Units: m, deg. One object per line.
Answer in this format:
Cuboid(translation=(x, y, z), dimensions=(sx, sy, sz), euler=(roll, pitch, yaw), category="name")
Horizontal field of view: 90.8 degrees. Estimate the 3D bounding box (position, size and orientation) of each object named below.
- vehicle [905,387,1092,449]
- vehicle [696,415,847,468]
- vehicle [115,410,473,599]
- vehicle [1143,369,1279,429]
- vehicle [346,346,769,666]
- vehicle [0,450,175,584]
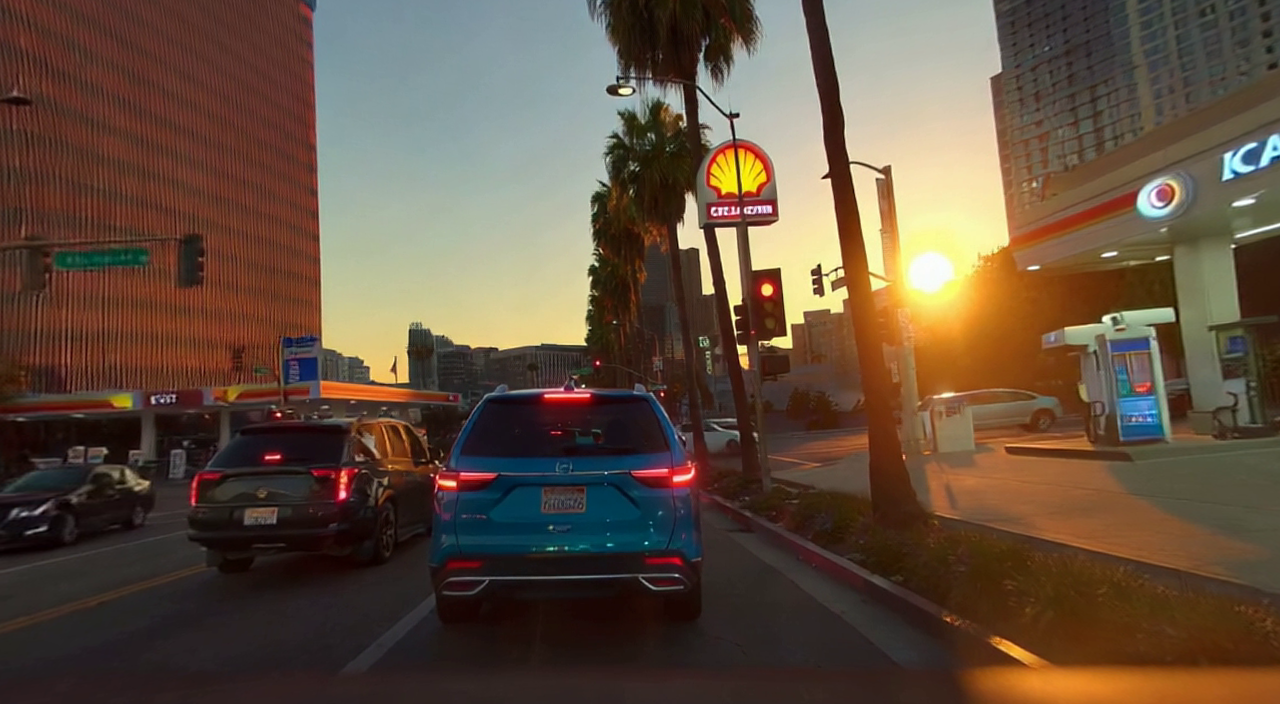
Cuboid(translation=(12.583, 2.362, 22.428), dimensions=(5.307, 2.076, 2.122), euler=(0, -8, -4), category="vehicle")
Cuboid(translation=(4.436, 3.098, 21.851), dimensions=(4.712, 1.706, 1.956), euler=(0, -8, -3), category="vehicle")
Cuboid(translation=(-3.811, 1.751, 8.340), dimensions=(2.097, 1.692, 5.030), euler=(0, -8, -3), category="vehicle")
Cuboid(translation=(21.654, 1.737, 22.813), dimensions=(5.033, 1.999, 2.259), euler=(0, -8, -3), category="vehicle")
Cuboid(translation=(-0.549, 1.261, 6.295), dimensions=(2.519, 1.913, 4.819), euler=(0, -8, -2), category="vehicle")
Cuboid(translation=(-10.409, 2.626, 10.952), dimensions=(2.176, 1.796, 5.011), euler=(2, -9, -17), category="vehicle")
